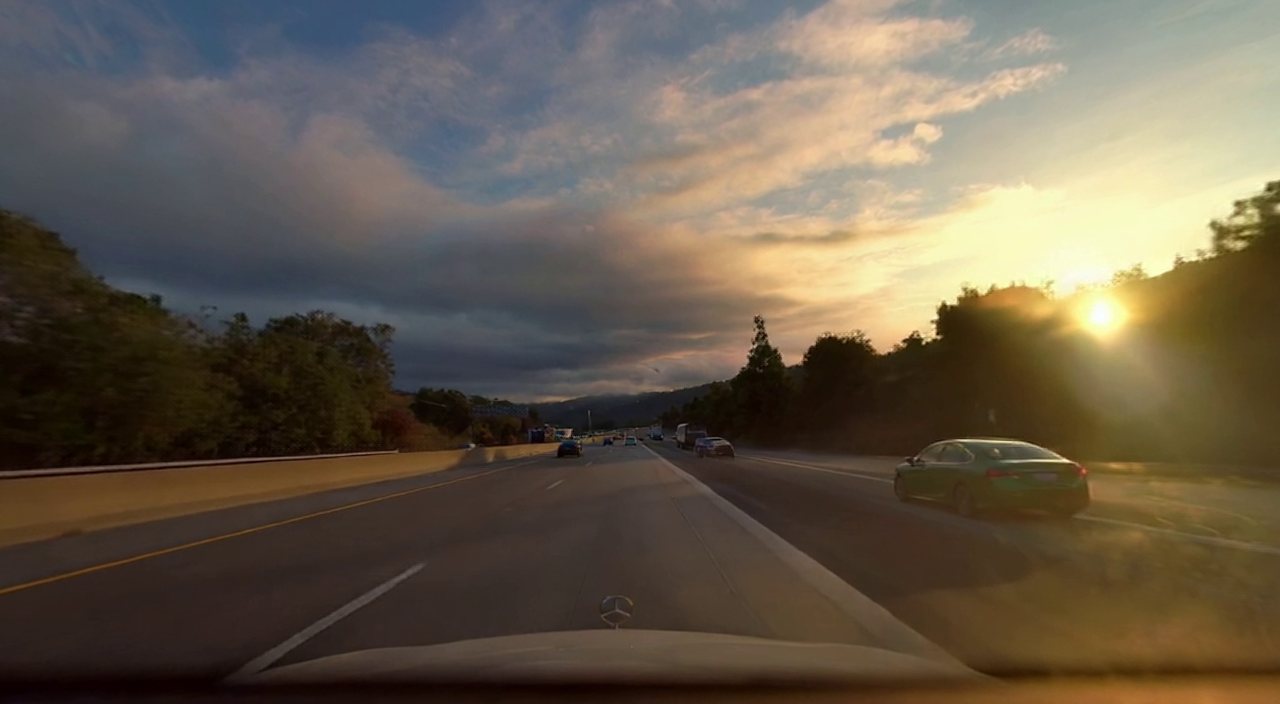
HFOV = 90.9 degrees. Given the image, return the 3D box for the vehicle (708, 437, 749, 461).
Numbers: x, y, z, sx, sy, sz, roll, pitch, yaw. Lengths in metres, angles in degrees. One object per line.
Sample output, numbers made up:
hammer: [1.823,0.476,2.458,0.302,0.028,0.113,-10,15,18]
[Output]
vehicle: [5.601,6.178,40.171,1.920,1.436,3.890,0,-8,-2]

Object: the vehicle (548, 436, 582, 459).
vehicle: [-5.208,6.707,44.358,1.966,1.570,3.859,0,-8,-1]

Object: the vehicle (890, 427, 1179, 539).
vehicle: [6.146,2.043,10.608,2.028,1.488,4.236,0,-8,-2]
